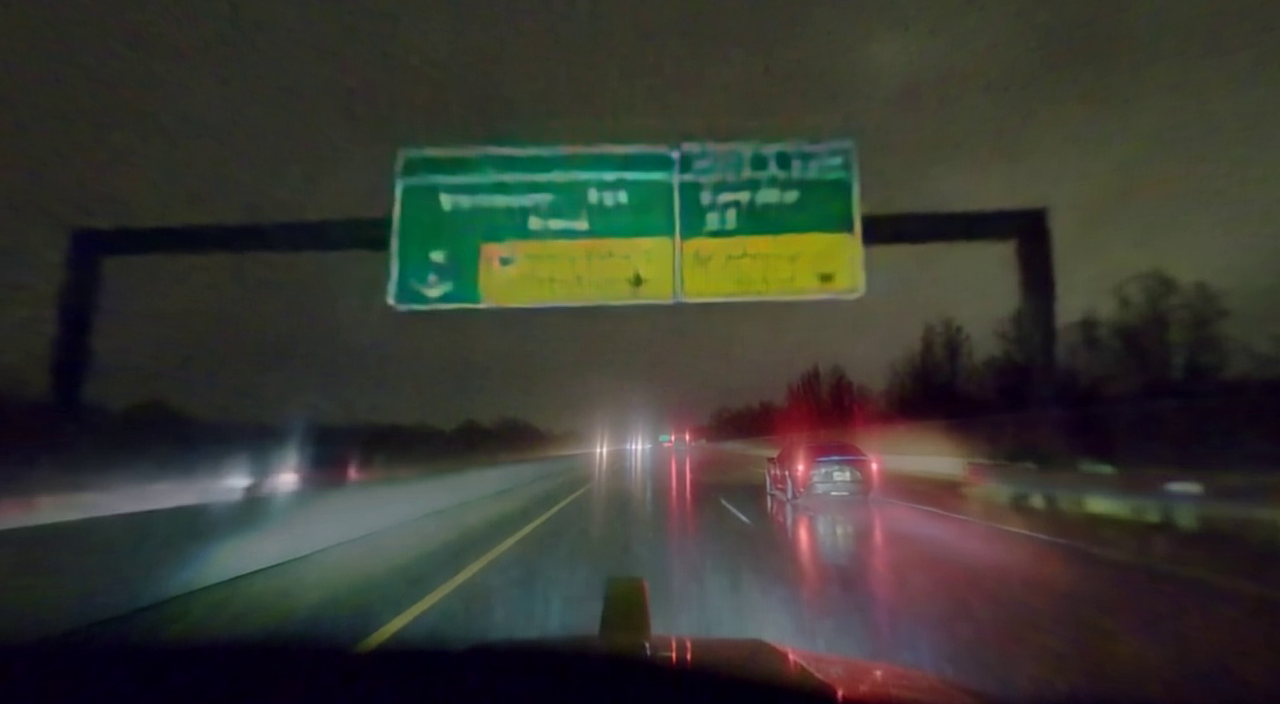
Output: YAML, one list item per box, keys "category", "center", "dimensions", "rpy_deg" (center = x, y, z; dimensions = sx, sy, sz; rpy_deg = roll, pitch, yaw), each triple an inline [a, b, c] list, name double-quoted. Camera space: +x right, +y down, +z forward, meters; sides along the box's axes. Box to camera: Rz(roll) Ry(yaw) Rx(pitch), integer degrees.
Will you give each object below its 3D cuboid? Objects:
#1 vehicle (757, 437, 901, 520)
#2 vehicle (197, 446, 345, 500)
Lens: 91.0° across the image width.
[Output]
- category: "vehicle"
  center: [3.616, 2.465, 12.812]
  dimensions: [1.683, 1.400, 3.868]
  rpy_deg: [0, -8, -1]
- category: "vehicle"
  center: [-12.163, 3.992, 21.203]
  dimensions: [2.092, 1.559, 4.637]
  rpy_deg: [0, -8, 1]
